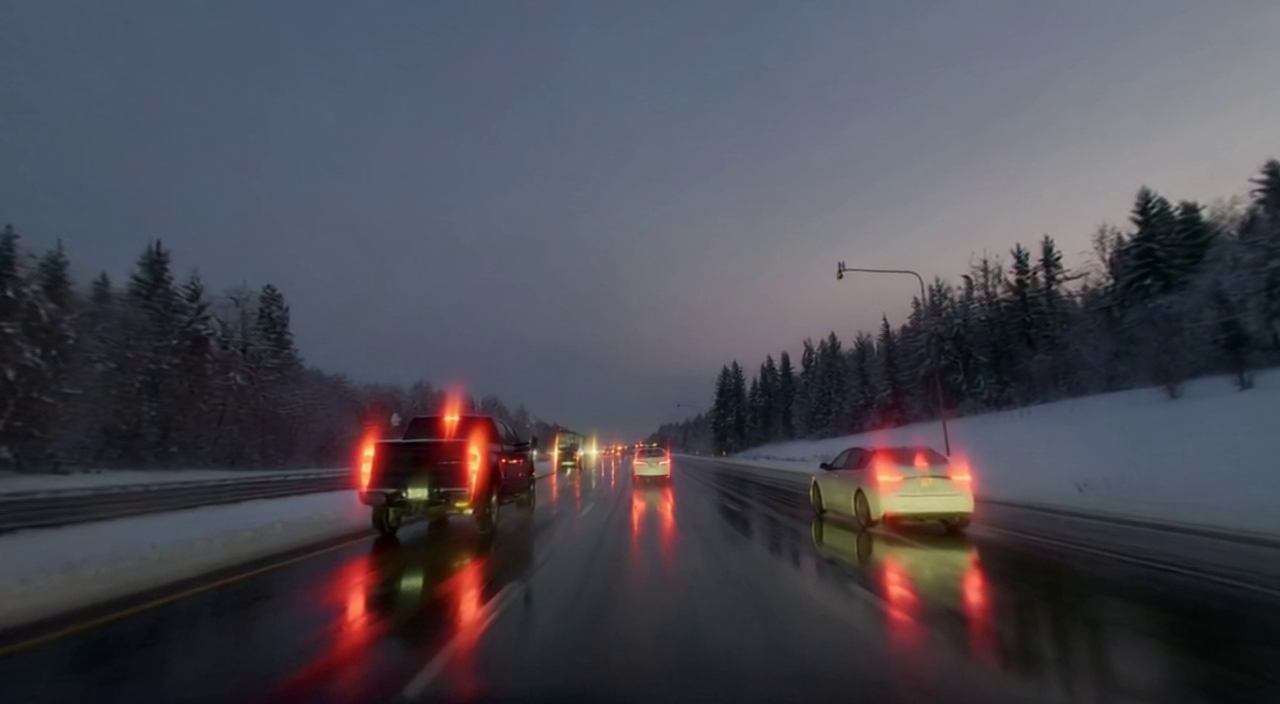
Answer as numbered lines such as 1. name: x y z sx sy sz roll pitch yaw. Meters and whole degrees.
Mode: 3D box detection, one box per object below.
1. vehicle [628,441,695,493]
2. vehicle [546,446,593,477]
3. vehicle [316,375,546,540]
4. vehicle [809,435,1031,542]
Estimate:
1. vehicle: 0.636 3.822 21.159 2.015 1.526 4.286 0 -9 -1
2. vehicle: -3.595 5.640 32.553 1.940 1.502 4.463 0 -9 0
3. vehicle: -3.586 2.038 12.481 2.523 2.458 6.022 0 -9 0
4. vehicle: 4.535 2.263 10.987 1.961 1.491 4.035 0 -9 -1
